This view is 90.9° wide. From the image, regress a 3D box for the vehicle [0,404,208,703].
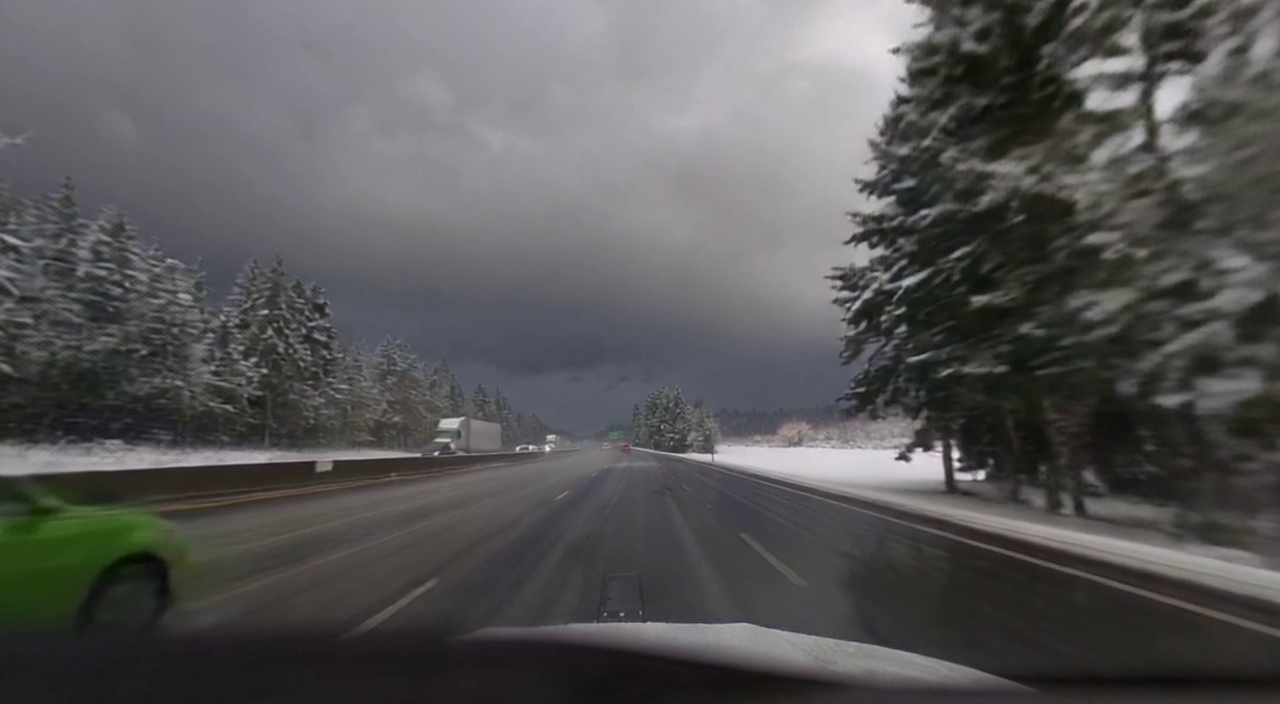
[{"bbox_3d":[-4.104,0.884,1.990,2.083,1.560,4.713,0,-9,1],"label":"vehicle"}]
